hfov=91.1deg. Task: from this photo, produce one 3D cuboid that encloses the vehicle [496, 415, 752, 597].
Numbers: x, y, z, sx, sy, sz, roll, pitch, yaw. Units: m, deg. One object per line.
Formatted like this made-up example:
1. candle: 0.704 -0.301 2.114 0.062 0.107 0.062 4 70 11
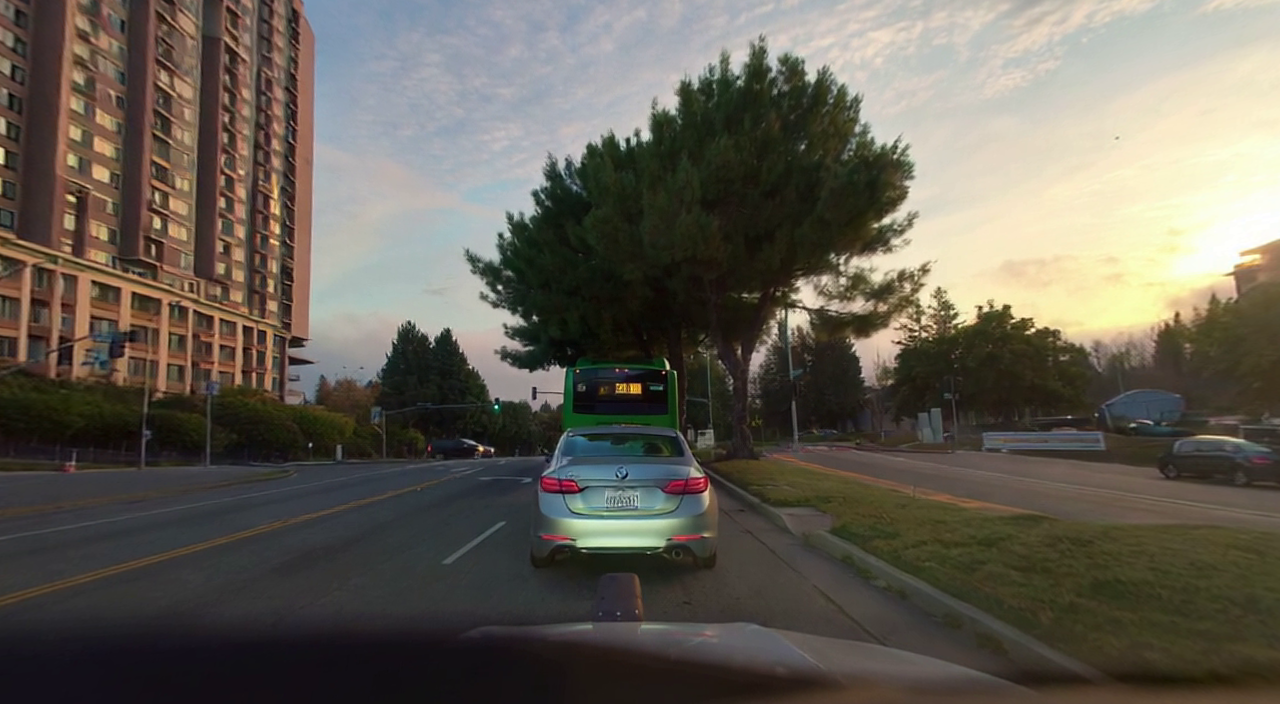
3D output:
1. vehicle: -0.181 1.508 7.109 2.064 1.452 3.942 0 -8 -2
